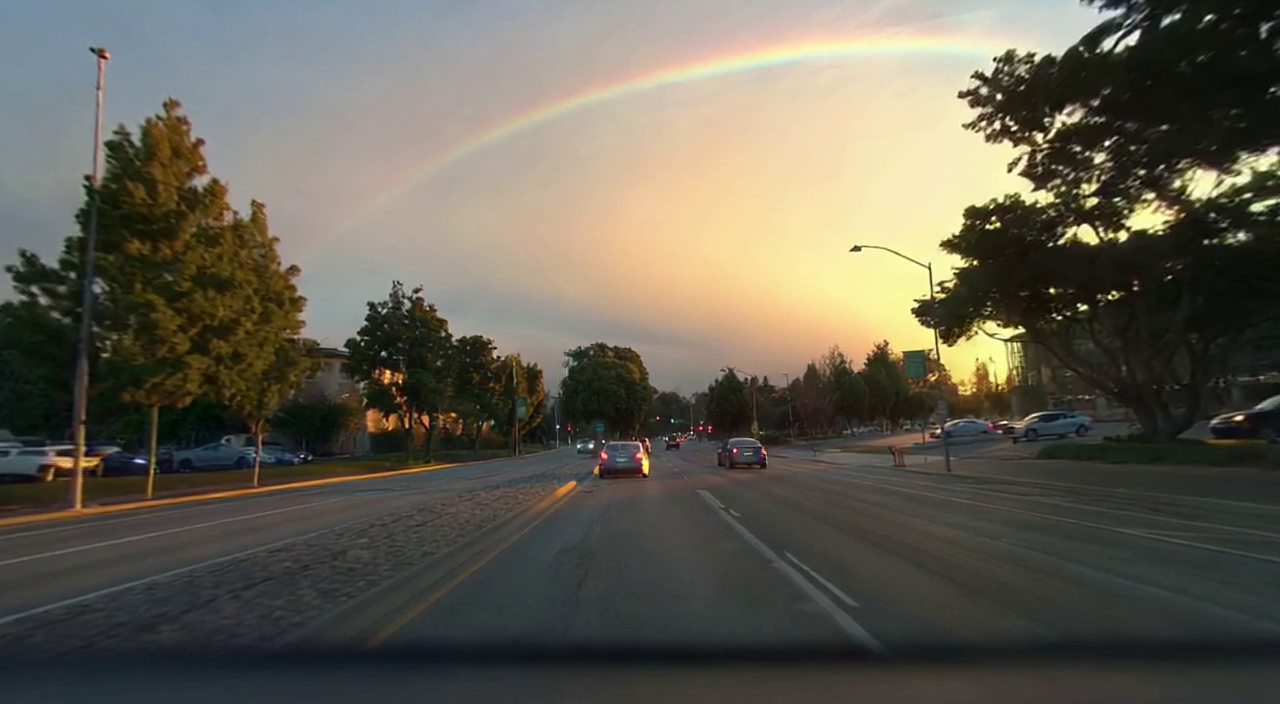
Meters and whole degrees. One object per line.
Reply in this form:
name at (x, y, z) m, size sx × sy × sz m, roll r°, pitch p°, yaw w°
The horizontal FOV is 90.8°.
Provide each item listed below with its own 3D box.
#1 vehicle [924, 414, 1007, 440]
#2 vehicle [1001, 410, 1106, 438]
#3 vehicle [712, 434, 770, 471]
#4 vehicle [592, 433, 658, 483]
vehicle at (22.247, 5.166, 43.248) m, size 4.531 × 1.432 × 1.949 m, roll -4°, pitch -8°, yaw 0°
vehicle at (22.607, 3.951, 34.636) m, size 4.441 × 1.444 × 1.870 m, roll 0°, pitch -7°, yaw 0°
vehicle at (4.703, 4.722, 29.952) m, size 1.987 × 1.613 × 4.081 m, roll 0°, pitch -8°, yaw -1°
vehicle at (-0.477, 3.811, 22.967) m, size 2.181 × 1.639 × 4.127 m, roll 0°, pitch -8°, yaw 0°
